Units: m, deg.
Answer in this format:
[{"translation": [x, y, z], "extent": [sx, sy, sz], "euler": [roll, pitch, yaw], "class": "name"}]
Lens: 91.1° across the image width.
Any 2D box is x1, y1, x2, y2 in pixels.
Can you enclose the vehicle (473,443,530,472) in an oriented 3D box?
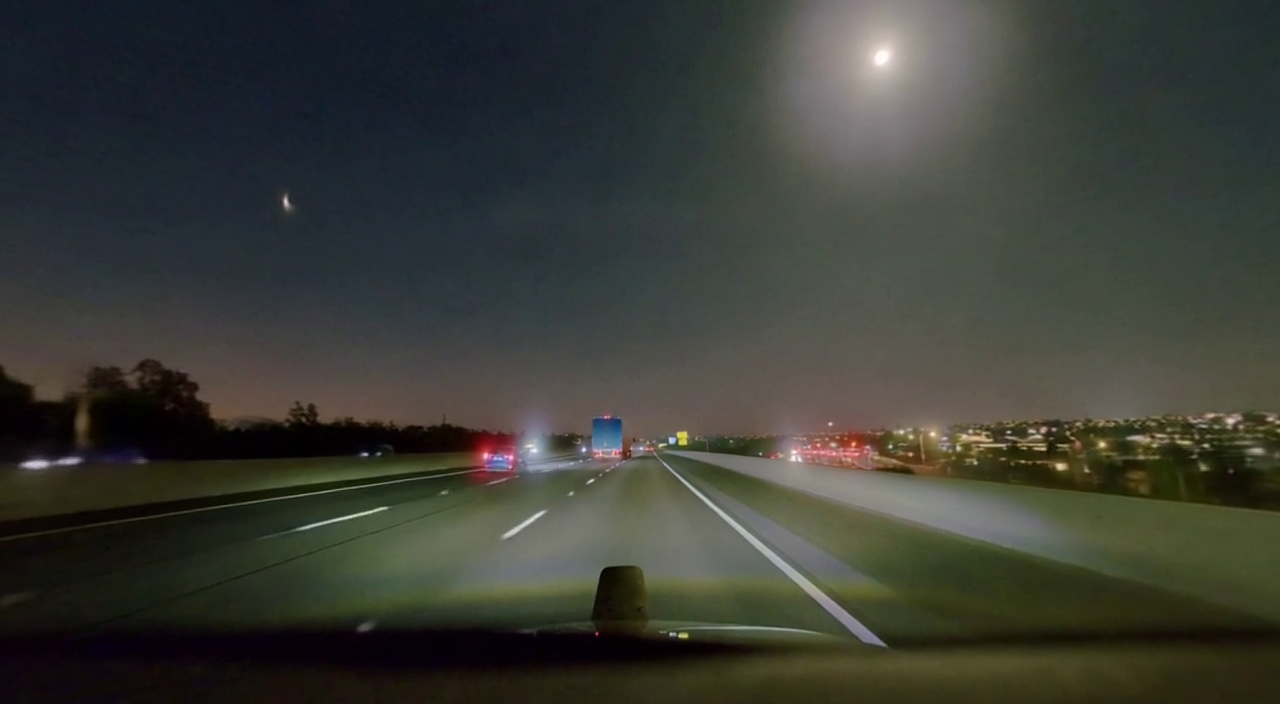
[{"translation": [-7.414, 5.684, 34.144], "extent": [1.901, 1.467, 4.629], "euler": [0, -8, 2], "class": "vehicle"}]
